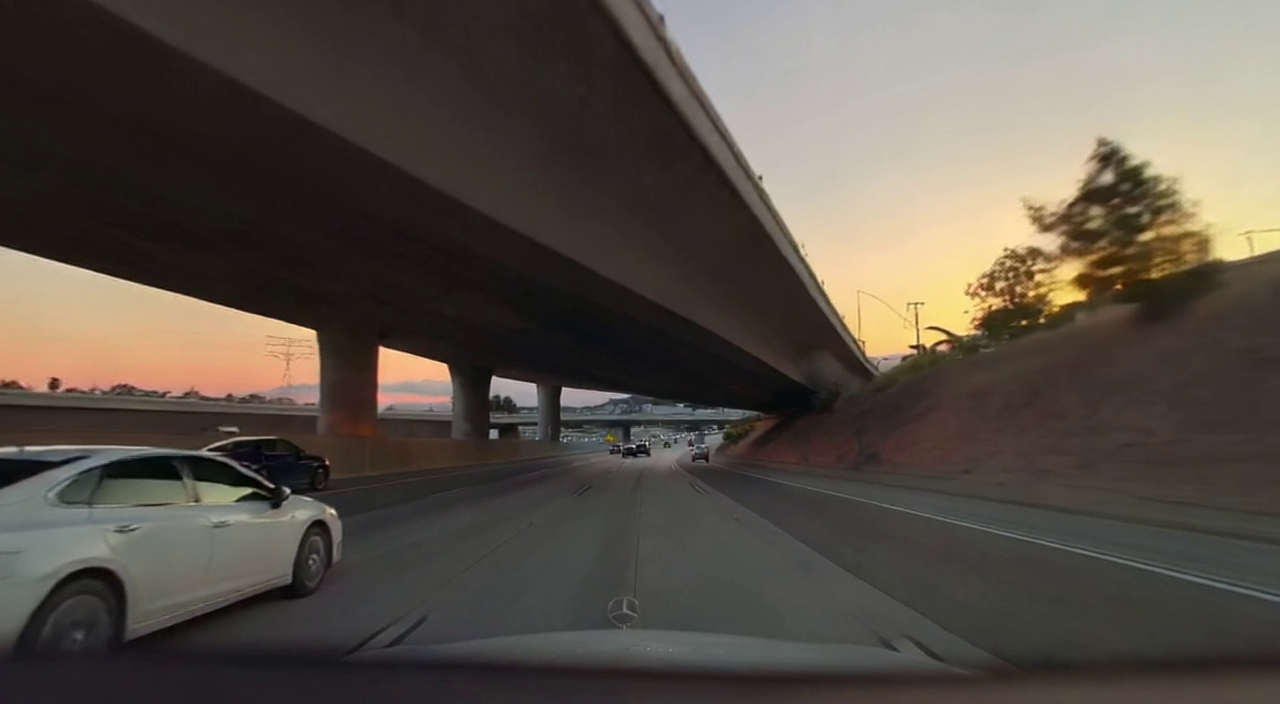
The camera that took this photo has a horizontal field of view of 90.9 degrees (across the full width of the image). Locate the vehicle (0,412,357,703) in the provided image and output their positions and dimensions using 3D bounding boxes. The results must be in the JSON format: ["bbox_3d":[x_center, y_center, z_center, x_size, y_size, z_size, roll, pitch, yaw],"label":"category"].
[{"bbox_3d":[-3.734,1.164,3.797,1.990,1.477,4.308,0,-8,1],"label":"vehicle"}]

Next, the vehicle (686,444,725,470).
[{"bbox_3d":[4.108,6.647,40.267,2.059,1.509,4.670,0,-8,1],"label":"vehicle"}]
